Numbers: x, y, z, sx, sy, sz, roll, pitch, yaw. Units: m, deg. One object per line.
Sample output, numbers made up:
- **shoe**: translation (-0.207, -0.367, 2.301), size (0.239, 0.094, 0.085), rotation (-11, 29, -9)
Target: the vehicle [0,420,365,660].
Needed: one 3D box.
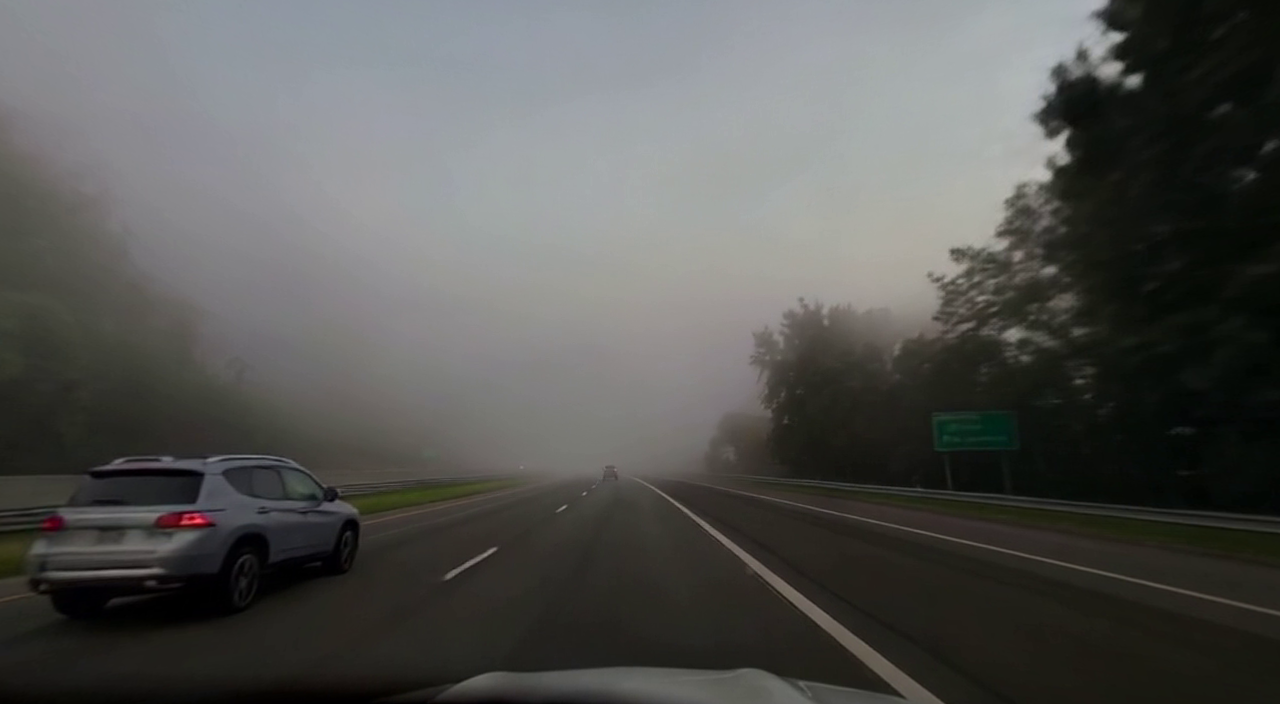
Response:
- **vehicle**: translation (-4.521, 1.593, 6.130), size (2.025, 1.584, 3.657), rotation (1, -10, -1)
